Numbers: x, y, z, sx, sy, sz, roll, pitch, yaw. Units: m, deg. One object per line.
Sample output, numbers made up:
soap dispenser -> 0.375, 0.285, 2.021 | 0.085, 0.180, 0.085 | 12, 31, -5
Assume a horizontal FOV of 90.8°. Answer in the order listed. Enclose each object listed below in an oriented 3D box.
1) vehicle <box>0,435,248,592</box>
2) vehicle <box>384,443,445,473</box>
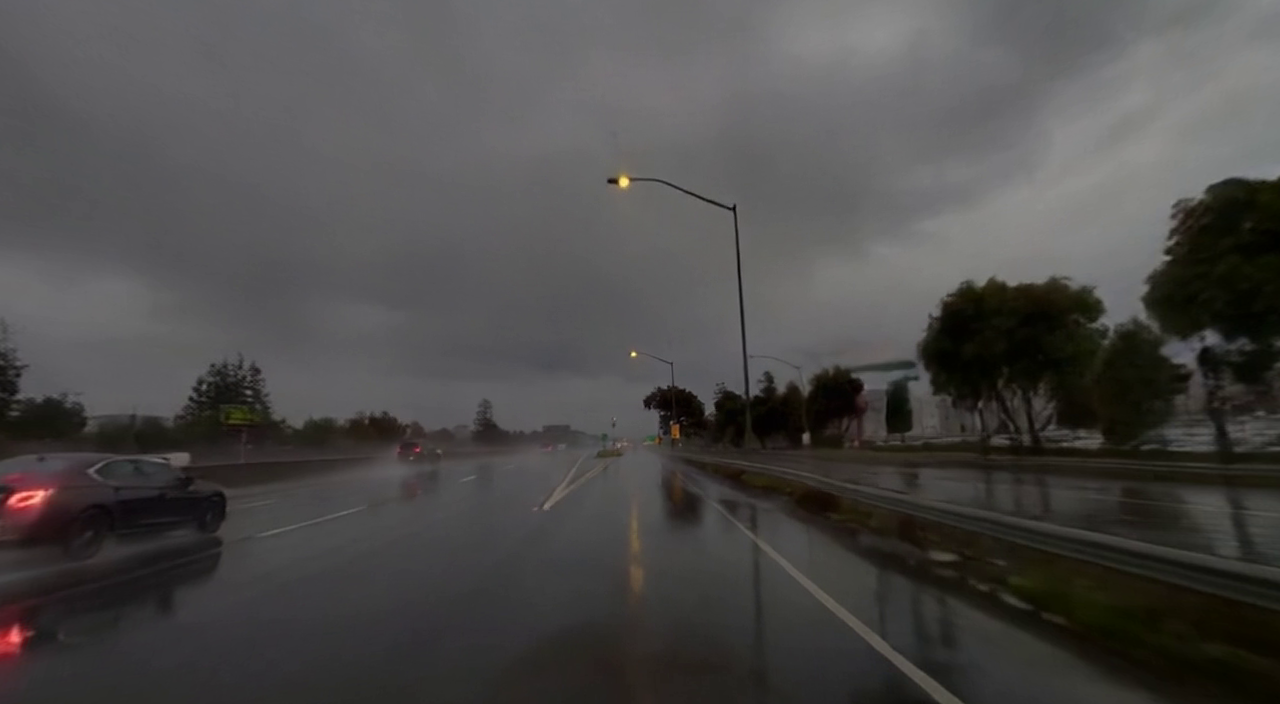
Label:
vehicle -> -7.227, 1.815, 7.817 | 1.940, 1.479, 4.777 | 0, -8, -4
vehicle -> -13.596, 6.389, 38.435 | 2.126, 1.671, 5.173 | 0, -8, -4
